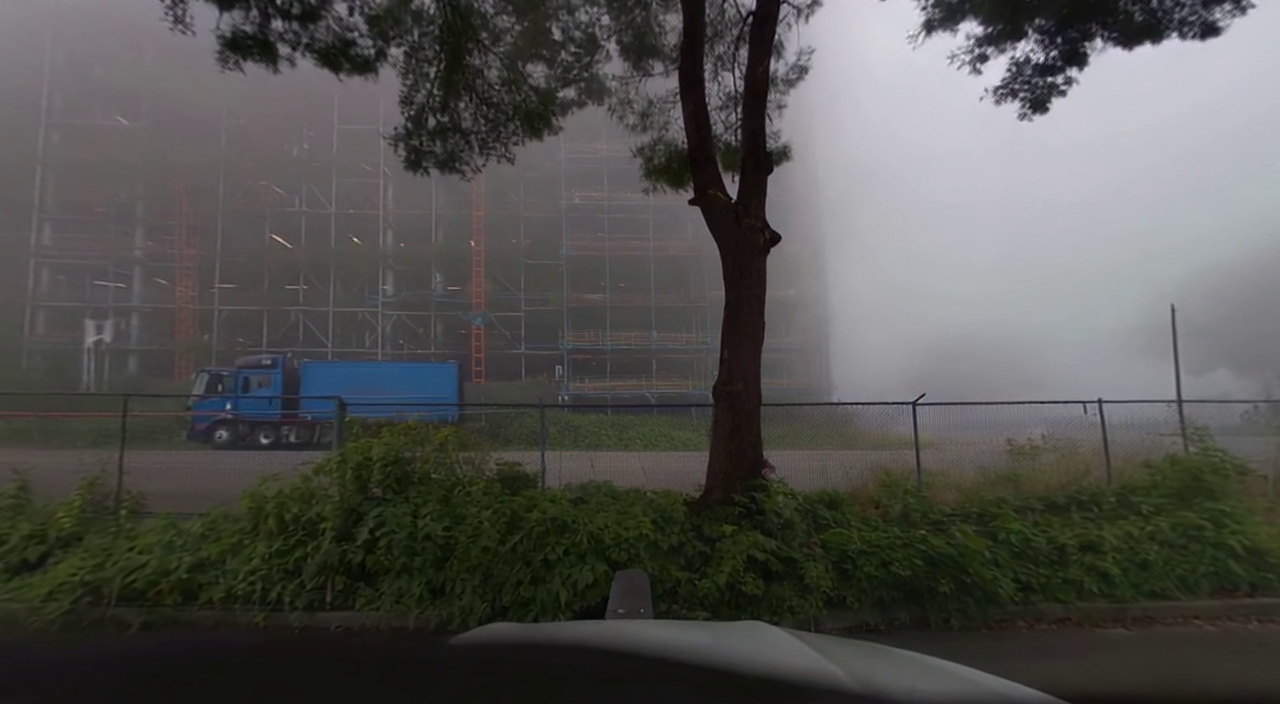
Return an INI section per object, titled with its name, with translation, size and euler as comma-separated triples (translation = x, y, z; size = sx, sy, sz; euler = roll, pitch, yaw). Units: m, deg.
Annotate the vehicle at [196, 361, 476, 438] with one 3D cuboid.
[vehicle]
translation = -16.821, 2.794, 35.990
size = 14.067, 4.099, 2.832
euler = 1, -9, -6
